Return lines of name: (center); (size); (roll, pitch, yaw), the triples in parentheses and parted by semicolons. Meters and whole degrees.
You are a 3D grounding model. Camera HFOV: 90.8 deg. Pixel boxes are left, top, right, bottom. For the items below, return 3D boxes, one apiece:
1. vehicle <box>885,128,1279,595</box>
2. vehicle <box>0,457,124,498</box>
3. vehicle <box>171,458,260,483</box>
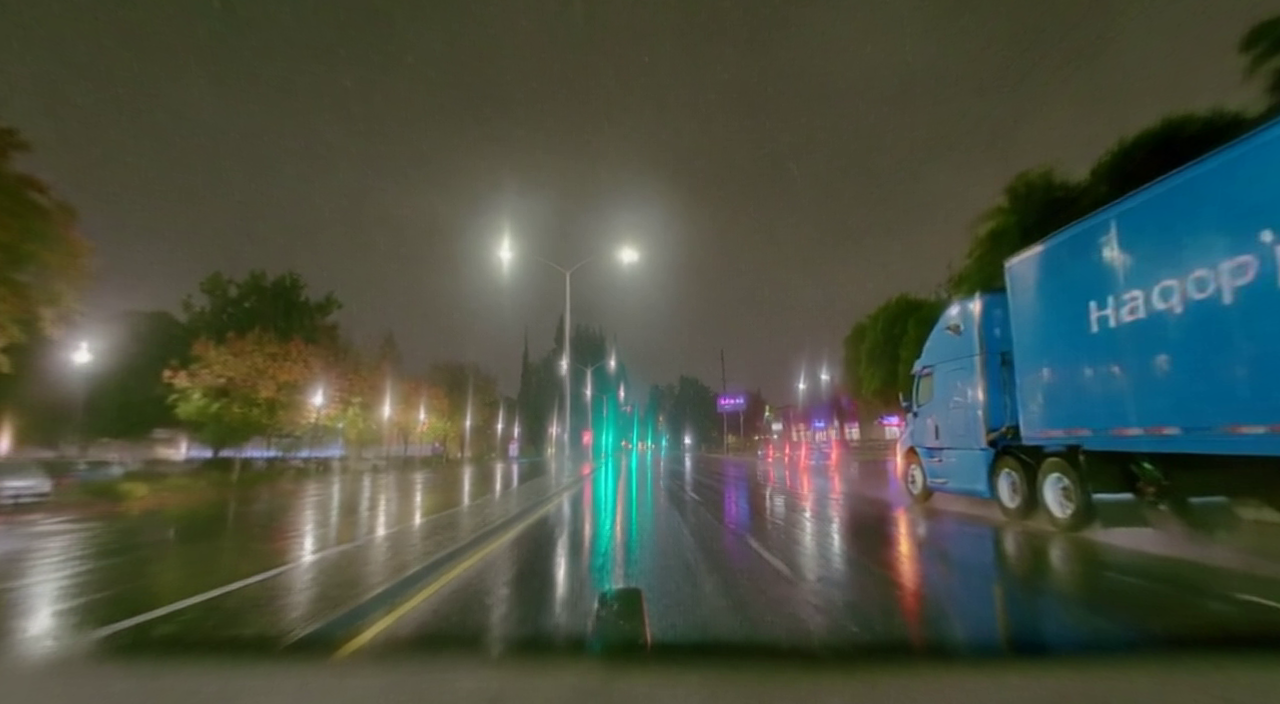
vehicle: (6.782, 0.381, 7.260); (3.120, 3.794, 11.510); (0, -8, -1)
vehicle: (-27.992, 5.924, 30.123); (4.923, 1.725, 2.088); (5, -10, -34)
vehicle: (-28.059, 7.834, 41.866); (4.576, 1.426, 1.886); (7, -11, -42)
